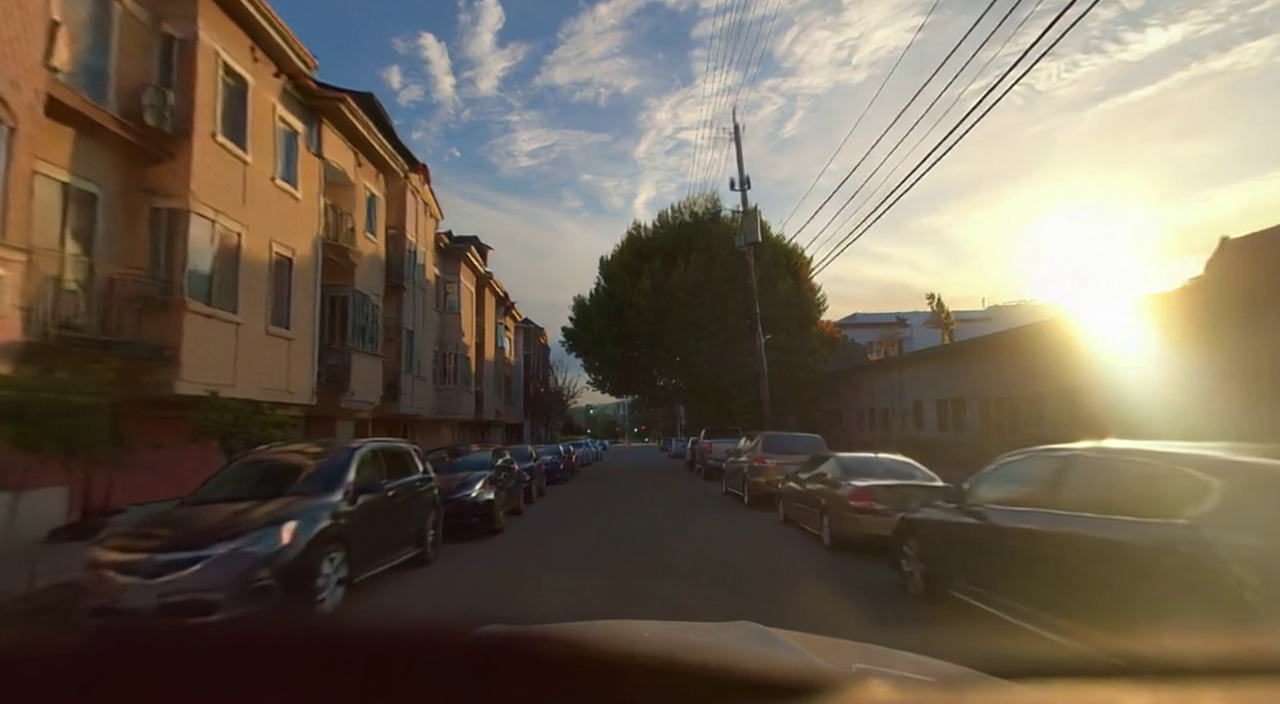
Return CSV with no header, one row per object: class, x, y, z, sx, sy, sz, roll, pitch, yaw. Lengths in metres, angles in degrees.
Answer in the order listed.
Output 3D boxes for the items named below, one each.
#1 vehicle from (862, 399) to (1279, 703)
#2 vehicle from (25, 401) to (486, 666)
vehicle,3.348,1.259,4.155,1.968,1.595,4.543,3,-8,-3
vehicle,-3.197,1.515,6.619,2.081,1.679,4.506,-3,-7,-1
